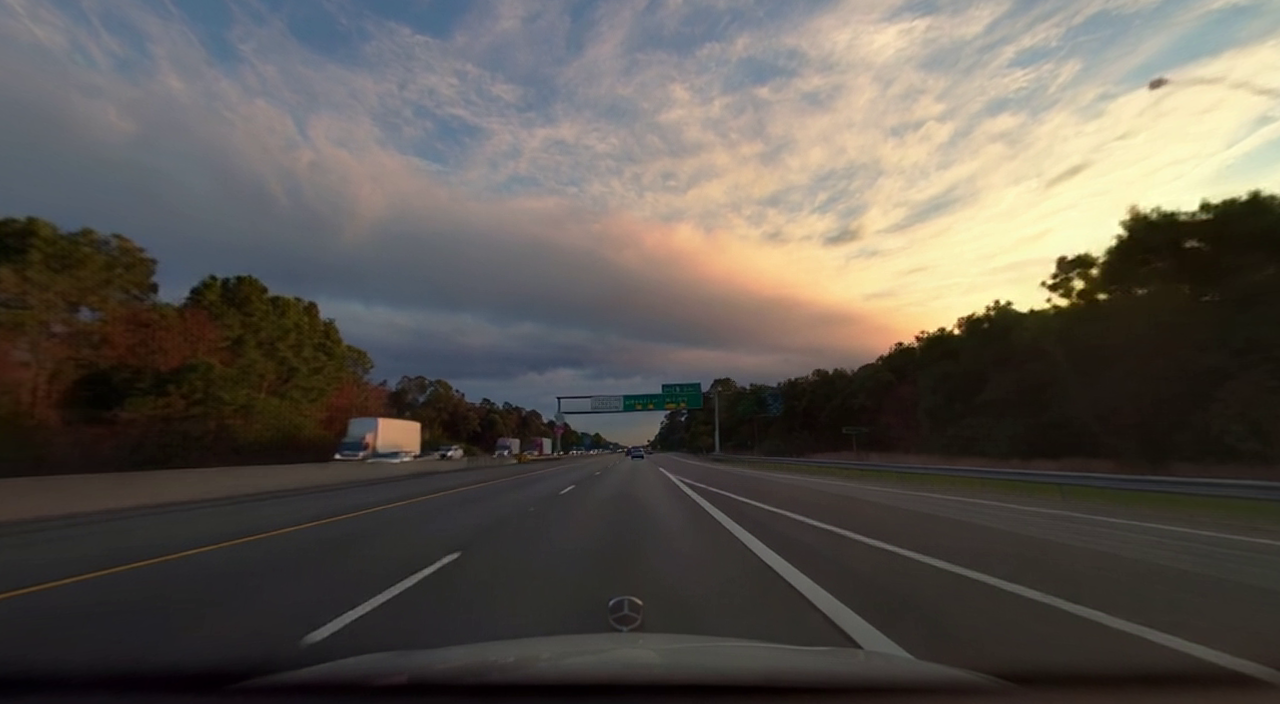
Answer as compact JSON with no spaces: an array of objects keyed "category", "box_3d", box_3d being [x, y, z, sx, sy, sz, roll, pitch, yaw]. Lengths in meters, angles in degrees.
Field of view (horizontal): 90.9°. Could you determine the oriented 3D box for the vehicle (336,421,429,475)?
[{"category":"vehicle","box_3d":[-19.644,7.474,49.038,3.133,3.697,10.453,0,-9,-2]}]
